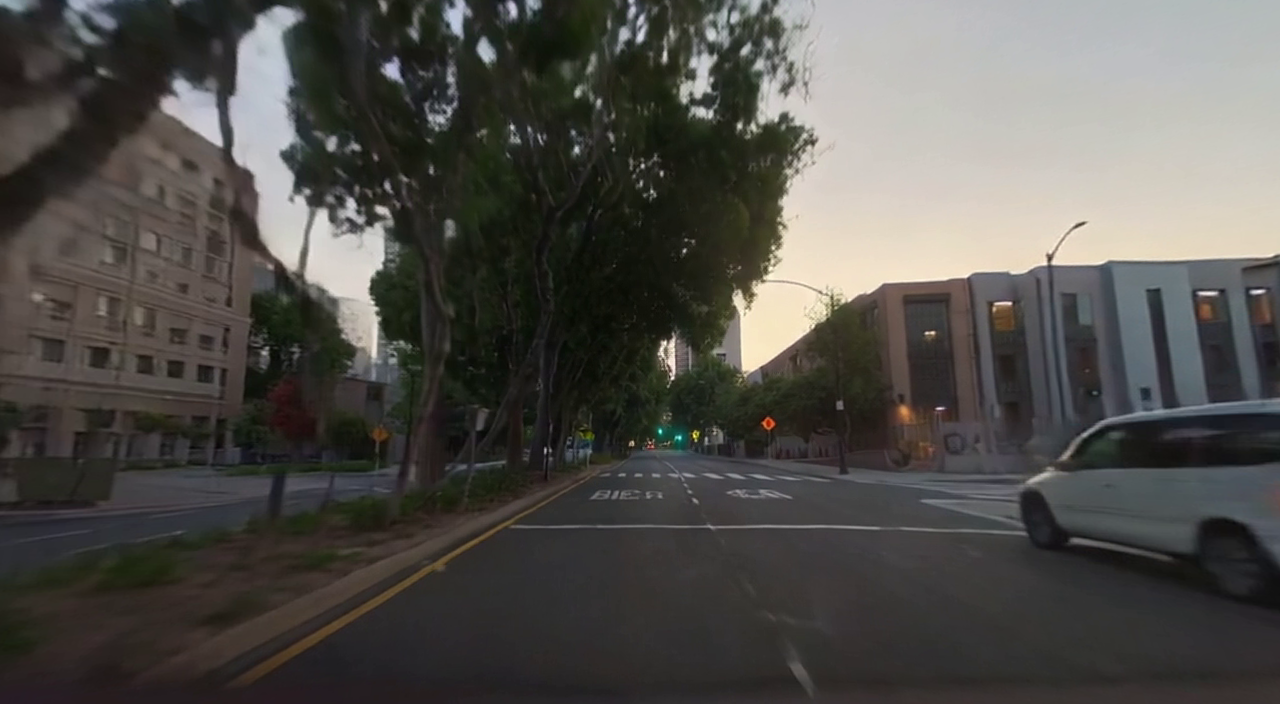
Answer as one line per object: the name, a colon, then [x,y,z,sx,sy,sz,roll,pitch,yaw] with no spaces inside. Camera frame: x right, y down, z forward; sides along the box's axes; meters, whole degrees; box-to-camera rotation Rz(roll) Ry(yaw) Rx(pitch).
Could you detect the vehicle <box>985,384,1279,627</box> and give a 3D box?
vehicle: [6.063,1.447,6.653,2.045,1.890,4.876,0,-8,0]
